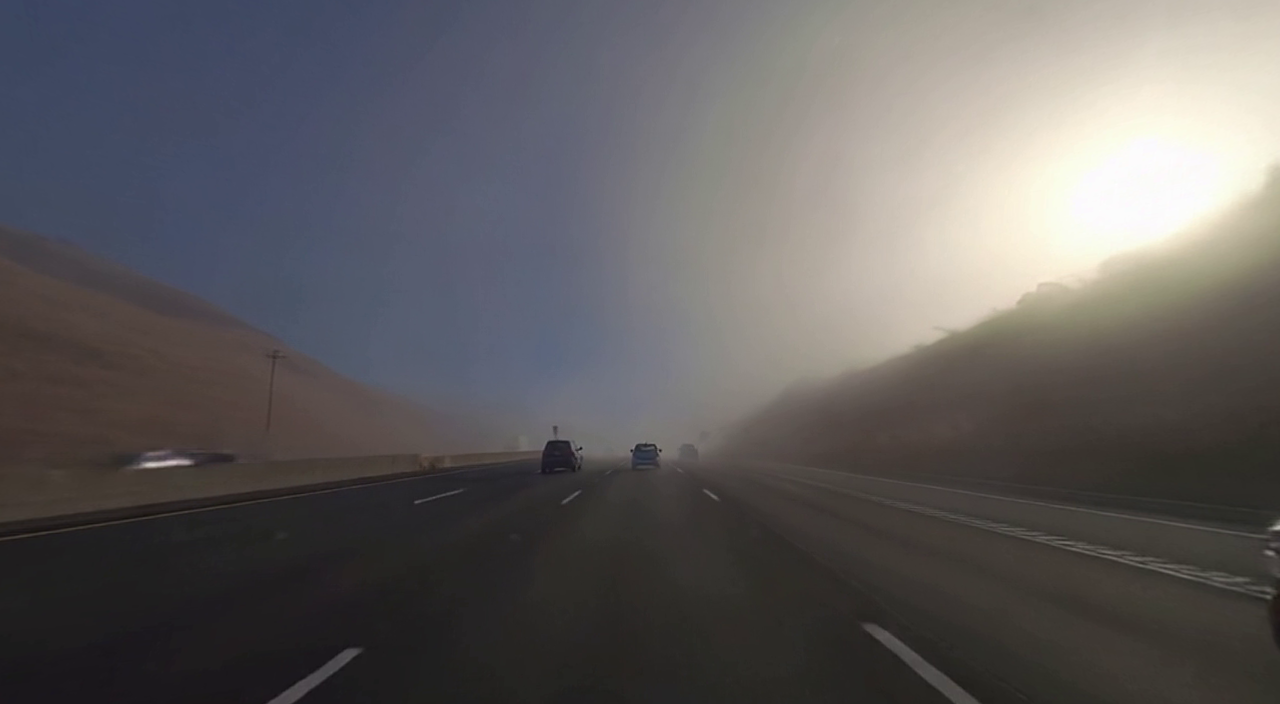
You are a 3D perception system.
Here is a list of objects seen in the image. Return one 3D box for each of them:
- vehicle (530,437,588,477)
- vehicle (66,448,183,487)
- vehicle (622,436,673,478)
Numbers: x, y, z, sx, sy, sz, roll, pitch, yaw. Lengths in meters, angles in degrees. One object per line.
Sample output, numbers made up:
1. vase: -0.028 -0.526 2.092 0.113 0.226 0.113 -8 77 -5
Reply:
1. vehicle: -3.654 4.831 29.249 2.076 1.690 4.113 0 -8 1
2. vehicle: -19.106 4.263 23.554 1.520 1.343 3.294 0 -9 0
3. vehicle: 0.312 4.599 27.875 2.086 1.685 4.206 0 -8 0
